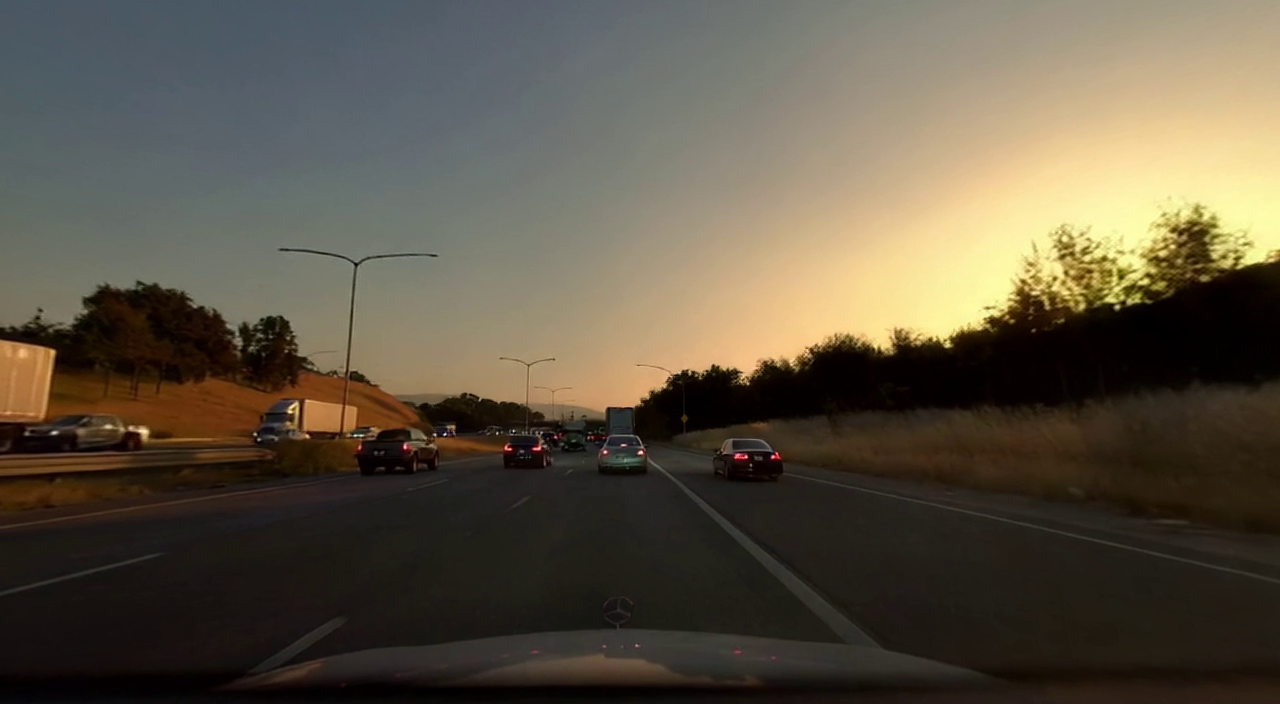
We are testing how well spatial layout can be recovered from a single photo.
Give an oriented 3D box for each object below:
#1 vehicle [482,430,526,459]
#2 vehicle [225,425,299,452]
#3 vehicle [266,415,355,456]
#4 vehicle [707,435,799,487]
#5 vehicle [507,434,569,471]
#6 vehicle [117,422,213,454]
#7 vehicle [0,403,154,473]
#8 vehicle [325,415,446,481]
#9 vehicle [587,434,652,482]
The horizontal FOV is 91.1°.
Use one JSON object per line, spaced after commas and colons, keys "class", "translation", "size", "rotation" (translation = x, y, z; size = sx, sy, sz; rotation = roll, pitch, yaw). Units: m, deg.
{"class": "vehicle", "translation": [-8.972, 6.108, 41.699], "size": [1.992, 1.838, 4.493], "rotation": [0, -8, -1]}
{"class": "vehicle", "translation": [-23.615, 5.427, 39.468], "size": [2.068, 1.563, 4.337], "rotation": [0, -8, -2]}
{"class": "vehicle", "translation": [-15.454, 3.956, 29.778], "size": [1.919, 1.761, 4.413], "rotation": [0, -8, -2]}
{"class": "vehicle", "translation": [3.540, 3.471, 20.519], "size": [1.981, 1.474, 4.396], "rotation": [0, -8, -3]}
{"class": "vehicle", "translation": [-4.456, 4.456, 28.120], "size": [2.046, 1.493, 4.384], "rotation": [0, -8, 0]}
{"class": "vehicle", "translation": [-23.395, 4.262, 31.179], "size": [1.773, 1.462, 3.985], "rotation": [0, -8, -2]}
{"class": "vehicle", "translation": [-14.837, 2.157, 15.733], "size": [1.885, 1.496, 4.446], "rotation": [0, -8, -2]}
{"class": "vehicle", "translation": [-8.293, 3.162, 21.040], "size": [2.158, 1.943, 4.662], "rotation": [0, -8, -1]}
{"class": "vehicle", "translation": [-0.673, 3.523, 21.267], "size": [1.980, 1.478, 3.758], "rotation": [0, -8, -1]}
